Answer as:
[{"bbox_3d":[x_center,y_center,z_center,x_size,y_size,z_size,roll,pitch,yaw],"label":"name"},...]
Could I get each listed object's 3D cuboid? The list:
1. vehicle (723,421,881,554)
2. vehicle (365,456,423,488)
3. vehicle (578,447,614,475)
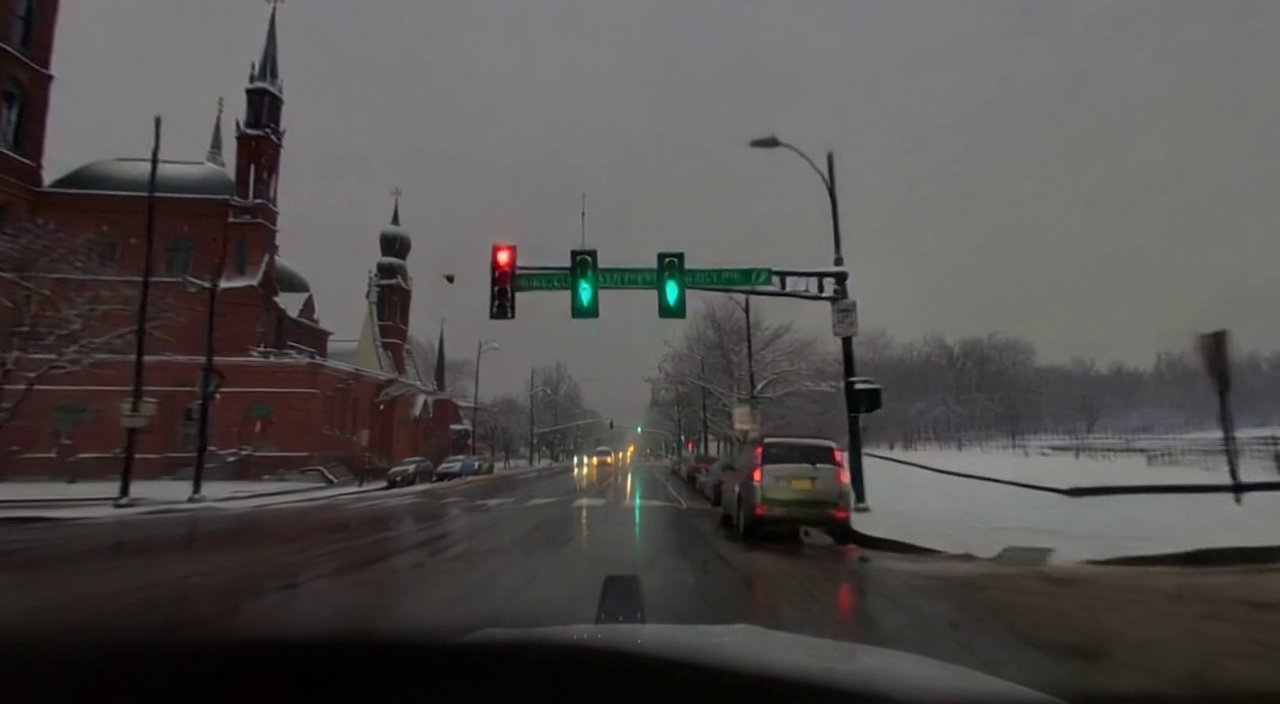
[{"bbox_3d":[3.004,2.620,12.915,2.074,2.041,5.045,3,-9,2],"label":"vehicle"},{"bbox_3d":[-15.271,7.446,39.442,1.978,1.819,4.477,0,-10,-2],"label":"vehicle"},{"bbox_3d":[-3.257,8.214,47.725,2.293,1.936,4.737,1,-9,1],"label":"vehicle"}]
